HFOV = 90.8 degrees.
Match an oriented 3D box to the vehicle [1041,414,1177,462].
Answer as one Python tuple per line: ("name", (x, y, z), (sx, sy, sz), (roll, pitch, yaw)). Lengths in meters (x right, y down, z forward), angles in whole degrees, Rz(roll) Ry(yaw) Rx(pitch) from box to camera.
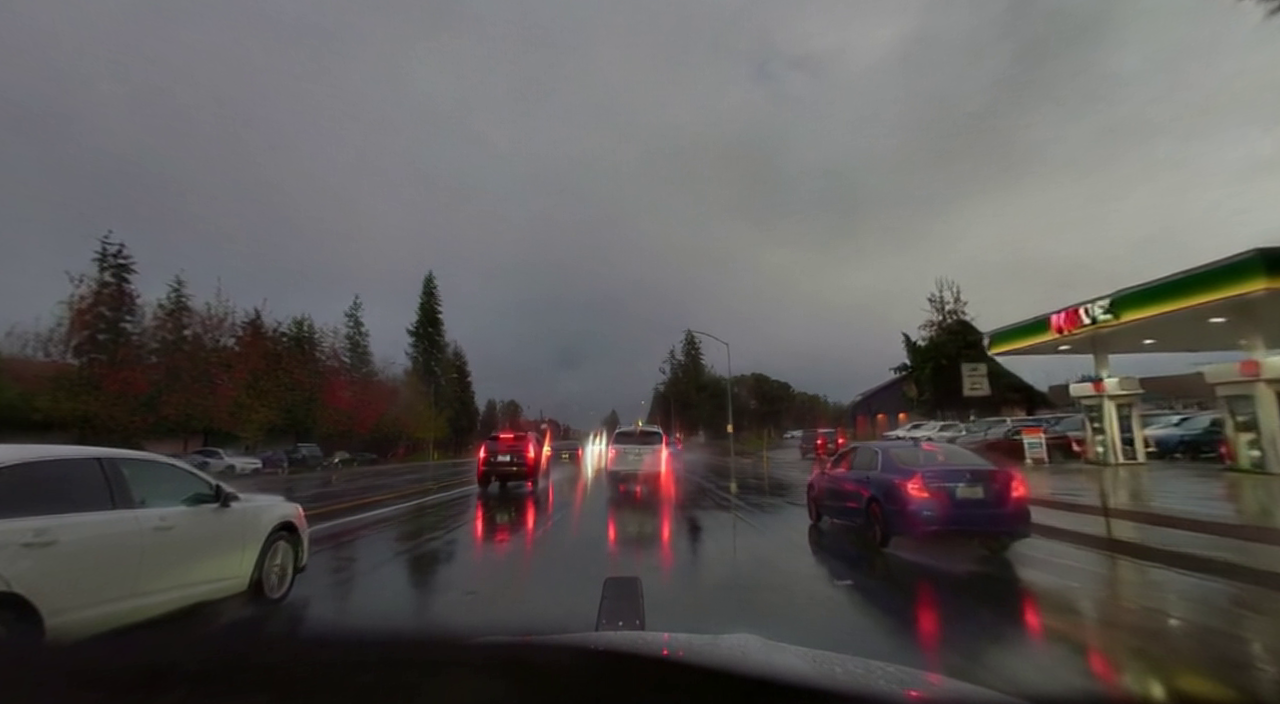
("vehicle", (18.977, 3.537, 25.850), (2.037, 1.762, 4.240), (1, -8, -6))

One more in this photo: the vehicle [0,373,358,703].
("vehicle", (-3.550, 1.056, 3.747), (1.864, 1.574, 4.031), (0, -8, 0))

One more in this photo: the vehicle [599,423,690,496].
("vehicle", (0.089, 2.993, 17.889), (2.279, 1.803, 4.254), (0, -8, -1))

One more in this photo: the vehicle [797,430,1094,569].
("vehicle", (3.854, 1.921, 9.118), (1.888, 1.456, 4.589), (0, -8, -2))

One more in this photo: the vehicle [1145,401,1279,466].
("vehicle", (17.972, 2.435, 18.603), (1.906, 1.734, 4.483), (2, -9, -12))

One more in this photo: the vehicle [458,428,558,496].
("vehicle", (-3.617, 3.097, 18.116), (1.932, 1.695, 4.150), (0, -8, 0))

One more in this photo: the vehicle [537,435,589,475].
("vehicle", (-3.407, 4.640, 28.627), (1.871, 1.673, 3.920), (0, -8, 0))

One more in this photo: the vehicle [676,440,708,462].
("vehicle", (3.776, 7.318, 46.671), (1.926, 1.522, 3.852), (0, -8, -1))
